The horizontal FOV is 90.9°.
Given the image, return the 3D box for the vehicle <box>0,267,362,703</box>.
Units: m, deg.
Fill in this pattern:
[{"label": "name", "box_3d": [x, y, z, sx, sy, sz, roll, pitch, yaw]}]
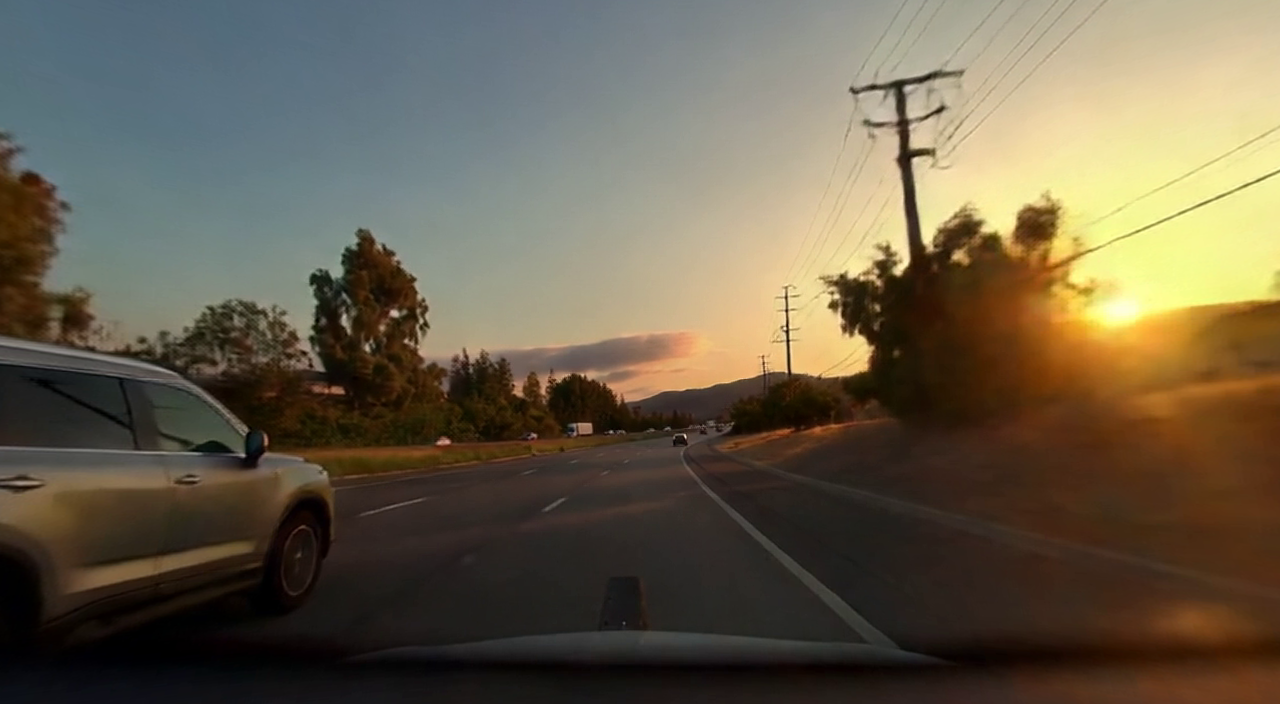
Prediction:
[{"label": "vehicle", "box_3d": [-3.538, 0.738, 2.900, 2.136, 1.975, 5.037, 0, -8, 1]}]
